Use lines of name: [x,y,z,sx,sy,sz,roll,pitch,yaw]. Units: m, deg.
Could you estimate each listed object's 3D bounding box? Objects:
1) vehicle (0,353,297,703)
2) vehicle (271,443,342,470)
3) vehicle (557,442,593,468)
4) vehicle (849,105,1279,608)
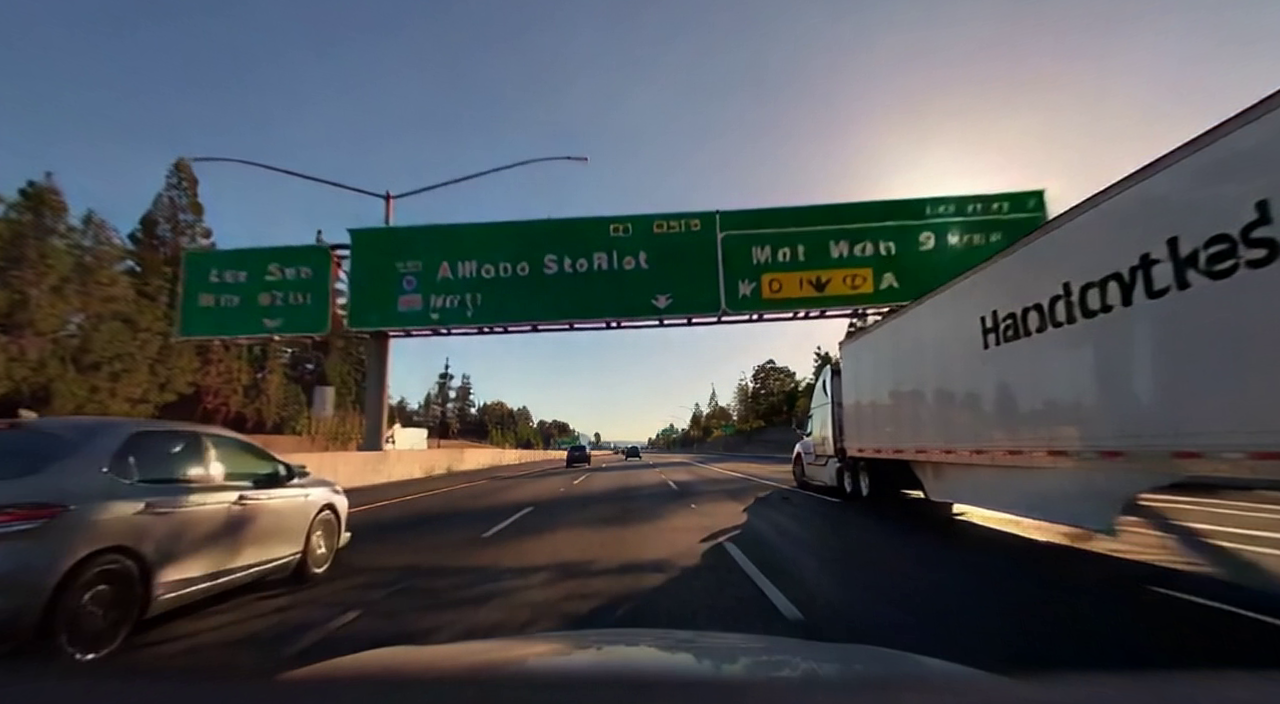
vehicle: [-3.994,0.852,3.029,2.084,1.634,4.693,0,-9,-1]
vehicle: [-21.458,6.720,40.913,2.078,1.610,4.663,0,-9,0]
vehicle: [-4.308,6.944,42.556,2.027,1.651,4.099,0,-9,0]
vehicle: [6.833,0.414,7.808,2.919,4.195,15.833,0,-9,-1]
